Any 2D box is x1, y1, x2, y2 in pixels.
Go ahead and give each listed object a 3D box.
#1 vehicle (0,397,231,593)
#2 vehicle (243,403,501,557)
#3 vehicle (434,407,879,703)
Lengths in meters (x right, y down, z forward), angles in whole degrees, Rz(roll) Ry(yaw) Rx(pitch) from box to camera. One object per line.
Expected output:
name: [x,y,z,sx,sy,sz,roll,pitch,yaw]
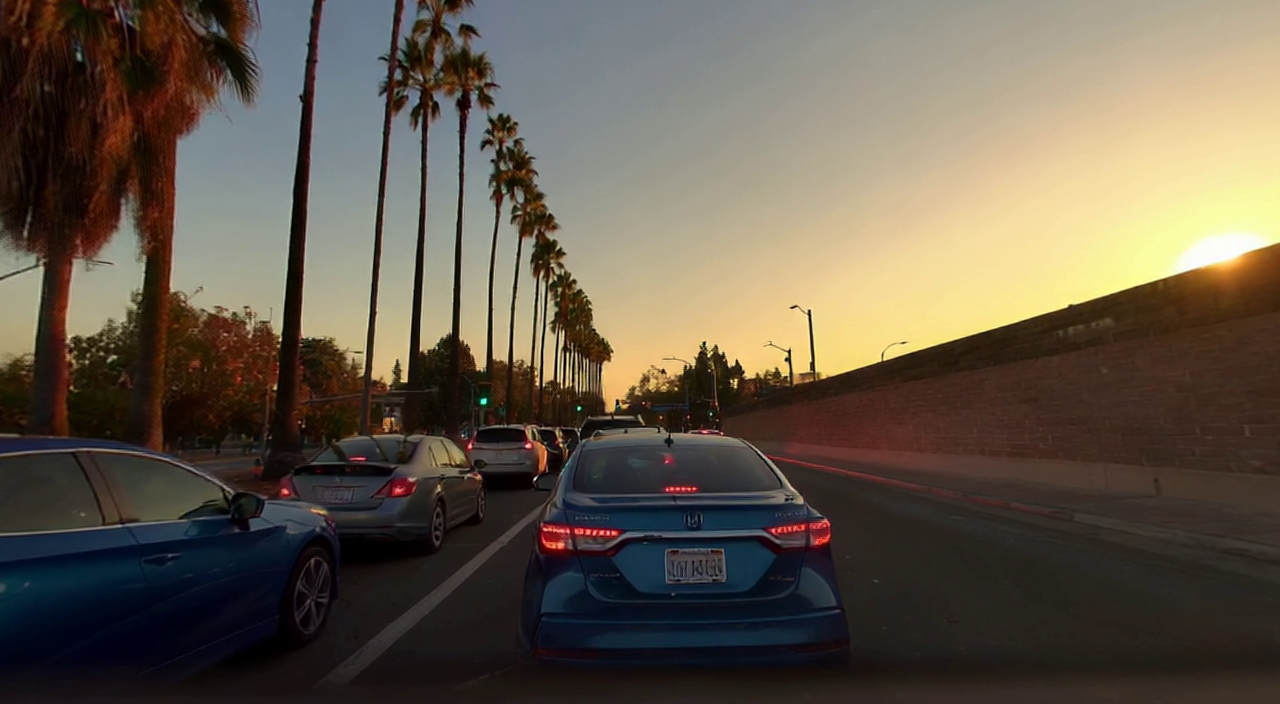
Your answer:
vehicle: [-6.672,1.391,6.396,1.963,1.721,4.662,0,-8,-2]
vehicle: [-3.518,1.769,9.299,2.055,1.746,4.136,0,-8,-1]
vehicle: [0.040,1.327,5.212,2.128,1.473,4.272,0,-8,-1]
